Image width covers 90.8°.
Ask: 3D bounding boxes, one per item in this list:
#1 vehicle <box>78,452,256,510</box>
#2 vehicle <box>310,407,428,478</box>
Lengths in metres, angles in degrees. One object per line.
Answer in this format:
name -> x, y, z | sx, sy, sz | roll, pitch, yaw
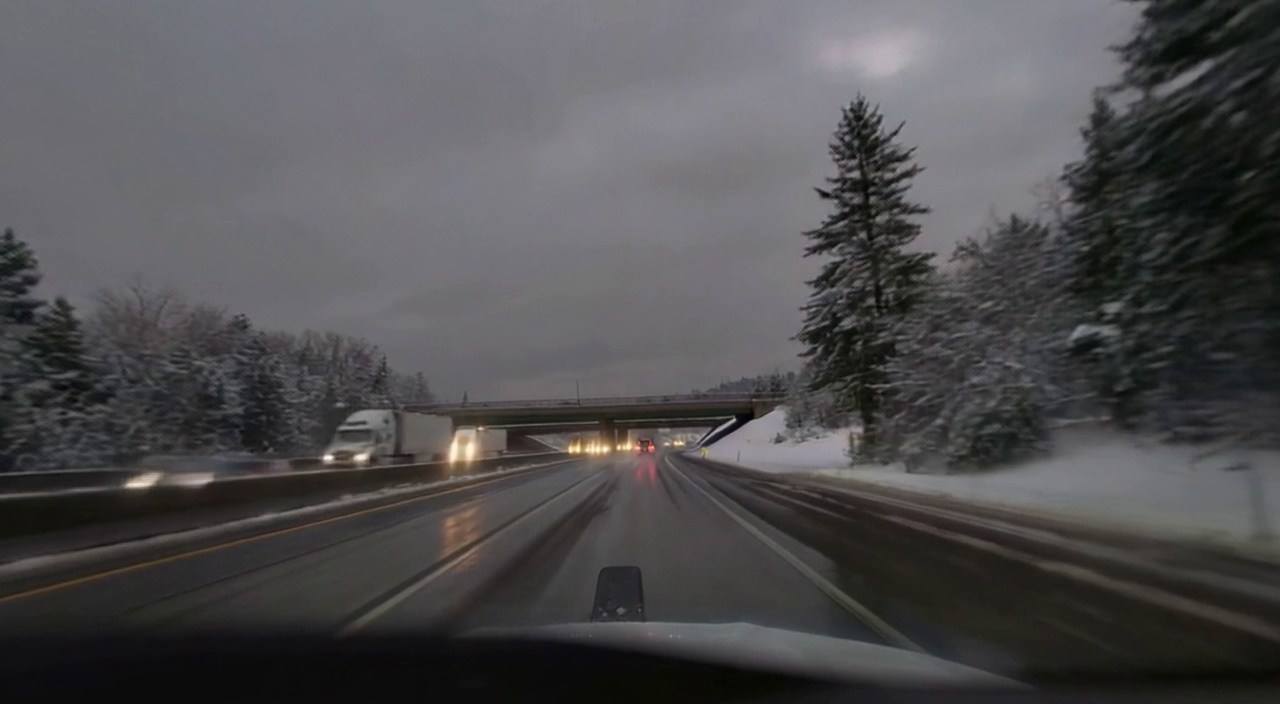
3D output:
vehicle -> -13.803, 3.737, 18.814 | 1.864, 1.489, 4.284 | 0, -9, 2
vehicle -> -17.174, 5.943, 41.173 | 2.933, 4.014, 10.307 | 0, -9, 1
